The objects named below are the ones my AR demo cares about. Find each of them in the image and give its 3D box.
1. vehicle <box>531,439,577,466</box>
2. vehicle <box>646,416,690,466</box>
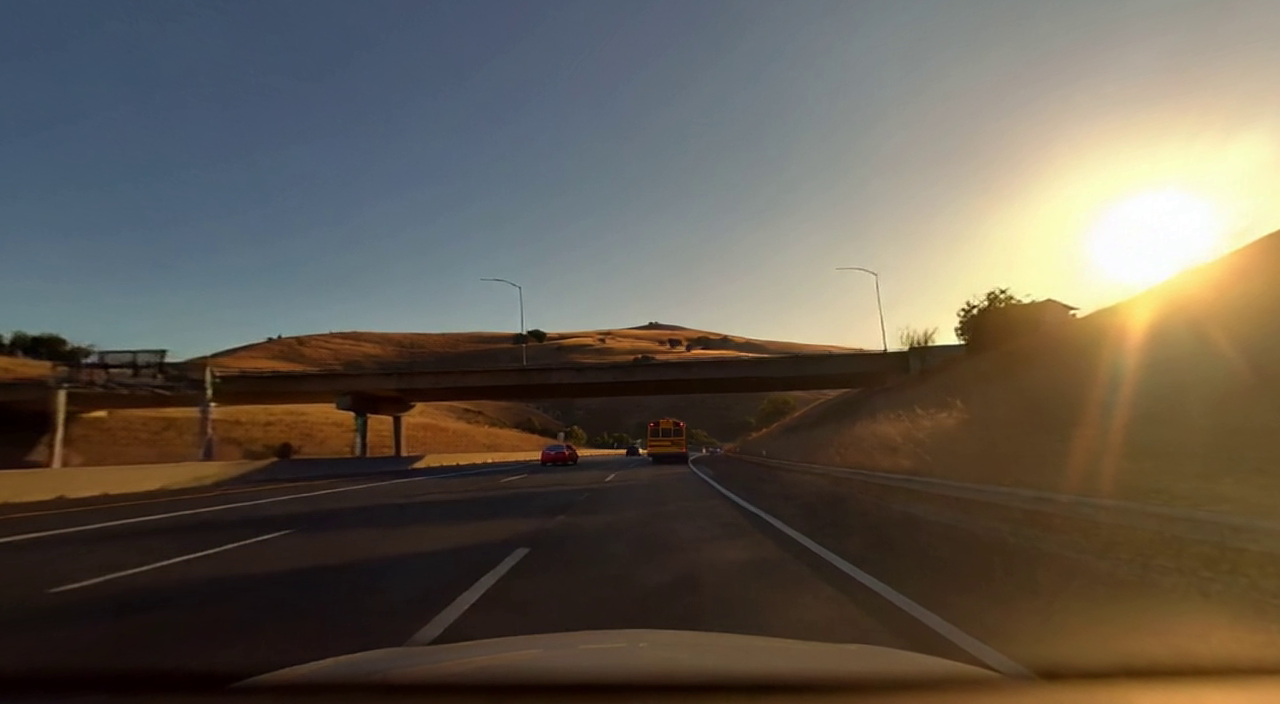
[{"bbox_3d":[-5.755,6.819,43.000,2.172,1.689,4.625,-1,-8,4],"label":"vehicle"},{"bbox_3d":[2.268,6.723,47.582,2.945,3.295,10.406,-1,-8,4],"label":"vehicle"}]
